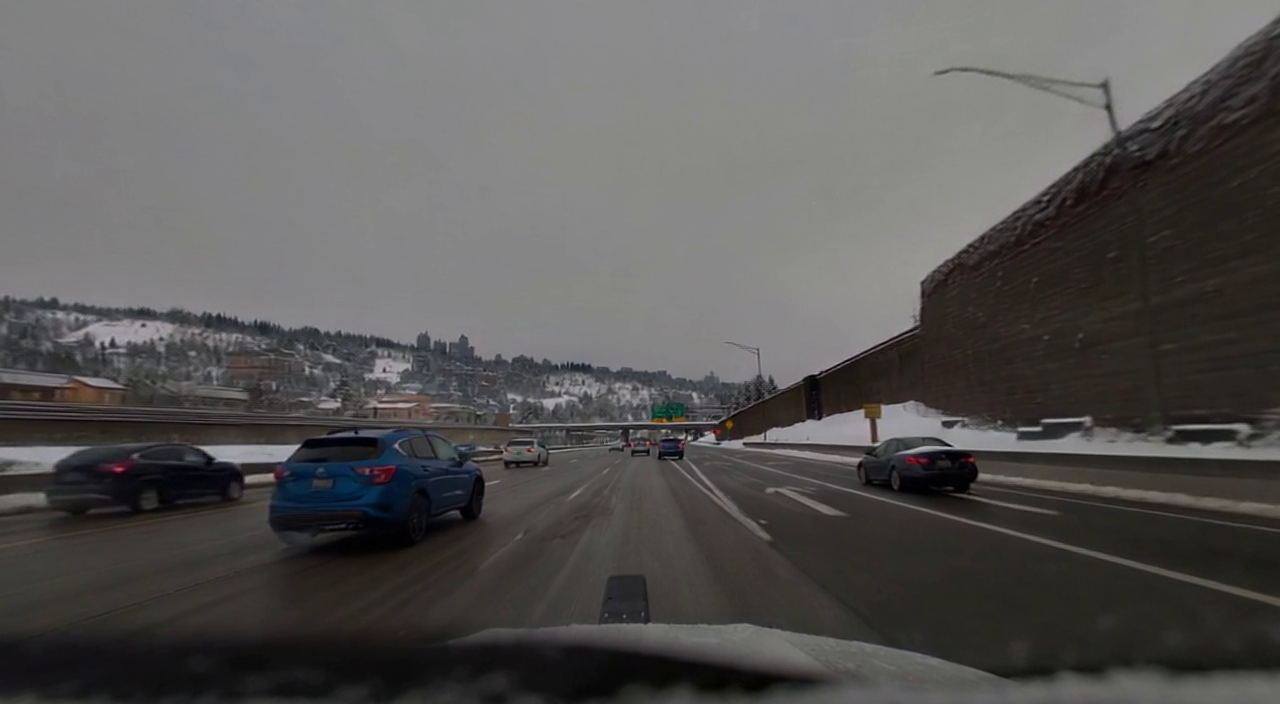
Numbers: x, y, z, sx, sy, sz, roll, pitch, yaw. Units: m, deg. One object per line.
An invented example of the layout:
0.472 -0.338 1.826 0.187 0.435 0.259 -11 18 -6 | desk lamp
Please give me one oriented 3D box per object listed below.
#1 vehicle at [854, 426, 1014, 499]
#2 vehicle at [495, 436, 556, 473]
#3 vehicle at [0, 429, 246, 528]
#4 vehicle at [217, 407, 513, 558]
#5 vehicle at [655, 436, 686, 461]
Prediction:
7.545 2.879 16.802 2.122 1.646 4.491 0 -8 1 | vehicle
-5.798 5.246 32.594 2.076 1.730 4.537 -1 -8 3 | vehicle
-11.278 2.643 13.851 2.091 1.774 4.754 0 -8 1 | vehicle
-3.725 1.894 9.960 2.210 1.730 5.133 -1 -8 2 | vehicle
2.431 7.545 49.385 2.172 1.824 5.031 -1 -8 5 | vehicle
